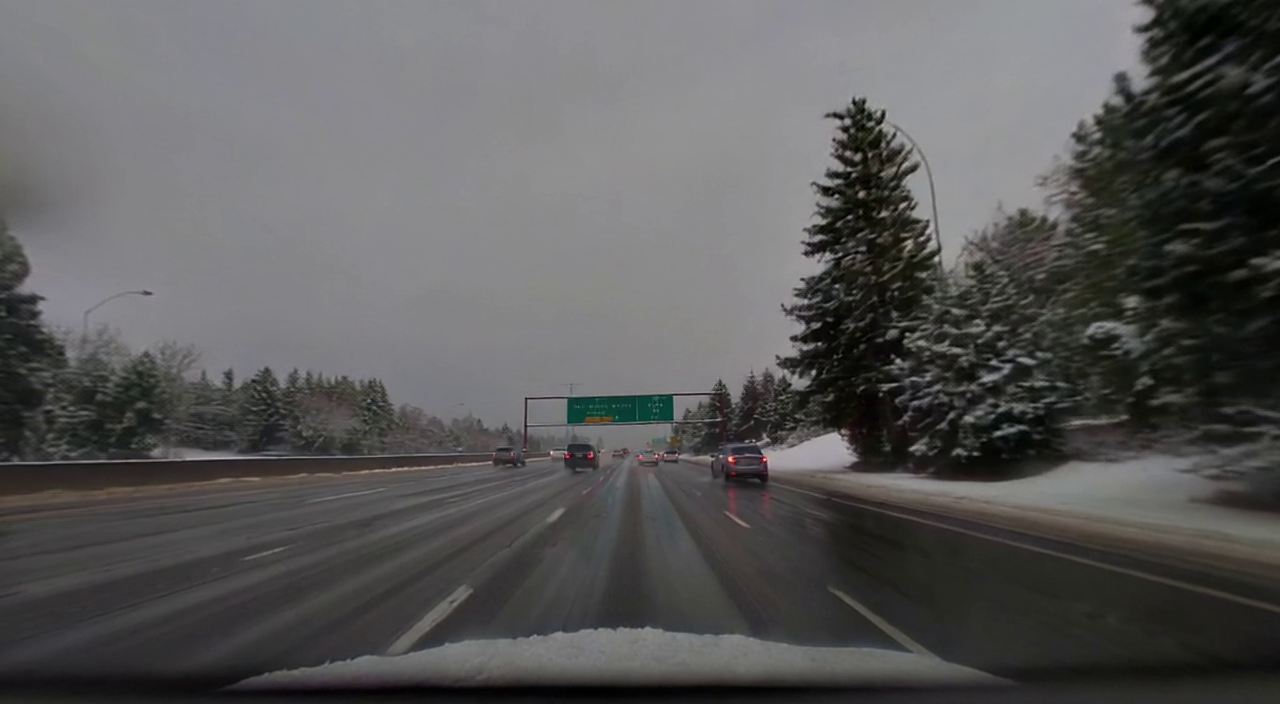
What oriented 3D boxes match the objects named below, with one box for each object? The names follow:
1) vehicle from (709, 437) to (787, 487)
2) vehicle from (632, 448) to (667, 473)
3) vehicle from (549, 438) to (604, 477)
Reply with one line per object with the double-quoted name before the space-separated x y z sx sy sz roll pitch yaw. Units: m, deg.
"vehicle" 4.127 4.314 25.020 2.218 1.776 4.807 0 -9 0
"vehicle" 0.604 6.975 40.789 2.126 1.529 4.438 0 -9 1
"vehicle" -3.343 5.696 34.255 2.449 1.929 5.503 0 -9 -1
